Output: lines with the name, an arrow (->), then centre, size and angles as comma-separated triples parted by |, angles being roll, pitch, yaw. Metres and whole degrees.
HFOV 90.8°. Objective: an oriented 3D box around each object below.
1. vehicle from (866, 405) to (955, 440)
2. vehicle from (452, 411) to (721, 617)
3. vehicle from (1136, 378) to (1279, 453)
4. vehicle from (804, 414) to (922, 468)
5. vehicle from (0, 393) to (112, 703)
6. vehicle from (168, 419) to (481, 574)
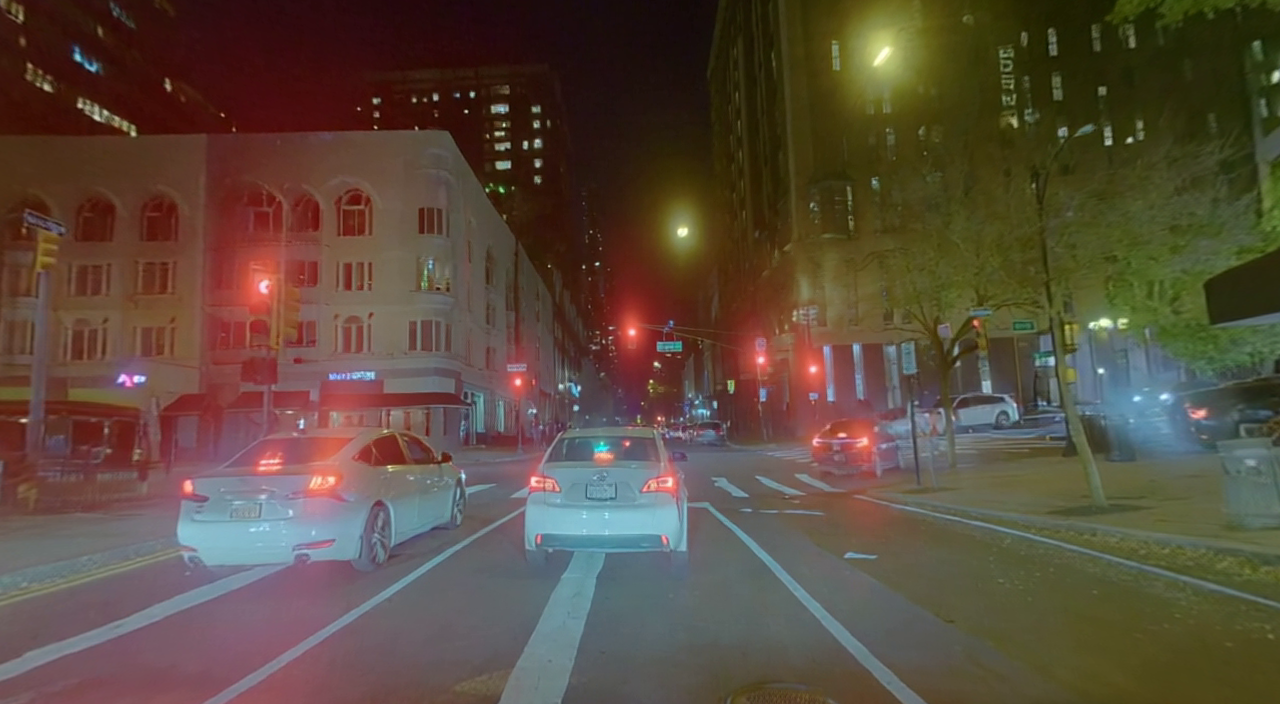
vehicle -> 14.943, 3.933, 34.892 | 4.657, 1.769, 1.979 | 4, -10, -28
vehicle -> -0.412, 1.497, 6.727 | 1.999, 1.520, 3.896 | 0, -8, 0
vehicle -> 21.646, 2.354, 22.873 | 5.863, 2.493, 2.354 | 2, -9, -12
vehicle -> 7.783, 3.094, 21.854 | 4.392, 1.667, 1.958 | 8, -11, -43
vehicle -> -3.911, 0.709, 1.186 | 1.995, 1.524, 4.438 | 0, -8, 0
vehicle -> -3.684, 1.752, 8.469 | 1.934, 1.522, 4.287 | 0, -8, 0
